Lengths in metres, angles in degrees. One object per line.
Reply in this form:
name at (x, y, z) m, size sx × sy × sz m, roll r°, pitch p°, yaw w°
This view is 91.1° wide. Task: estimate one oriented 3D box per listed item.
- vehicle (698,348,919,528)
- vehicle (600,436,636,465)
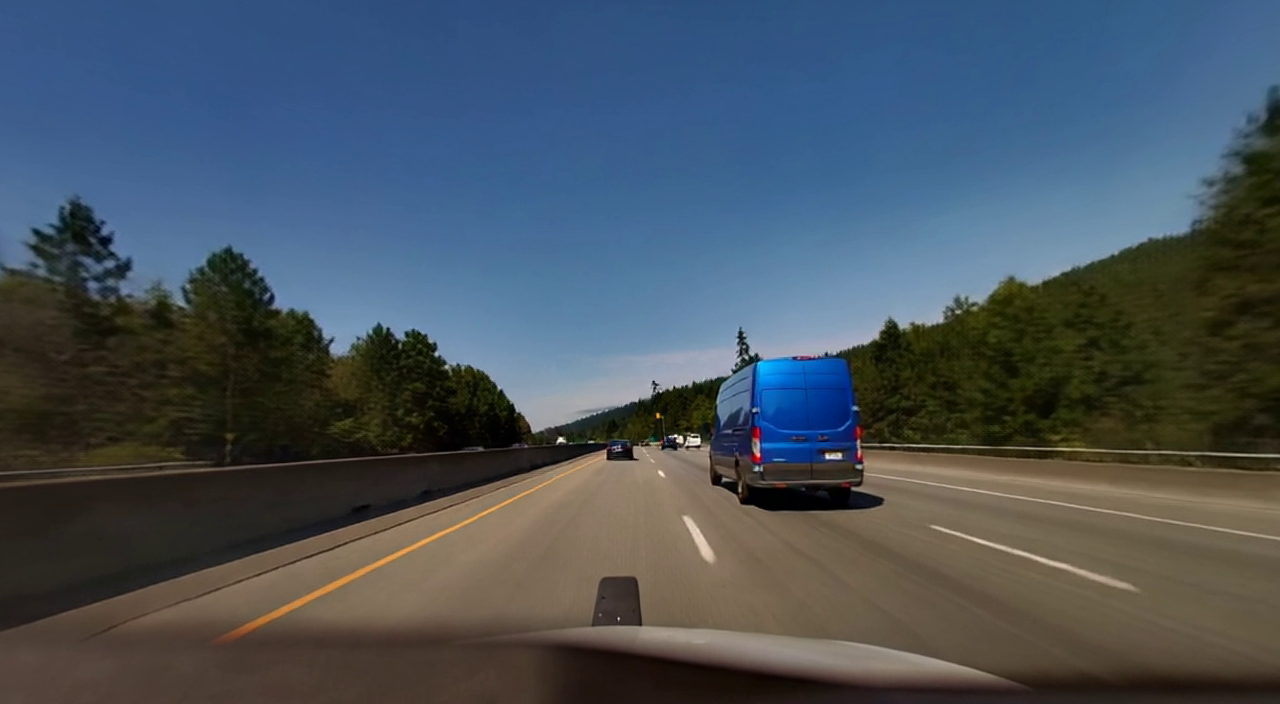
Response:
vehicle at (2.751, 1.714, 12.718) m, size 2.416 × 2.595 × 7.243 m, roll 0°, pitch -8°, yaw 0°
vehicle at (-1.196, 5.468, 35.217) m, size 1.900 × 1.524 × 4.324 m, roll 0°, pitch -8°, yaw -1°
